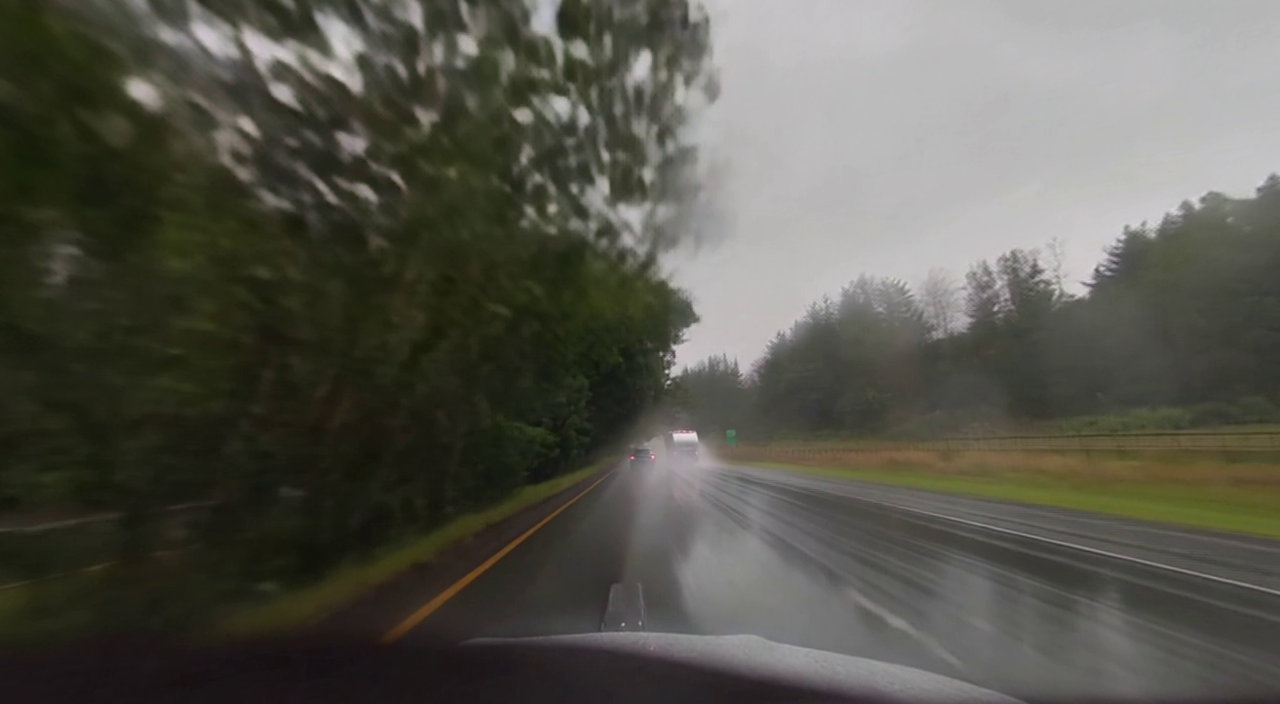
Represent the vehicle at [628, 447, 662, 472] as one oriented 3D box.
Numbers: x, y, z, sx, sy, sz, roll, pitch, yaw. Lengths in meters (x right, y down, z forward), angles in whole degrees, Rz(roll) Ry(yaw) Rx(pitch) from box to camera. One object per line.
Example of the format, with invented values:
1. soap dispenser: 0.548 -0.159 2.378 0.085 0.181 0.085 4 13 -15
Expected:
1. vehicle: 0.277 6.472 38.032 1.926 1.386 3.615 0 -9 0
